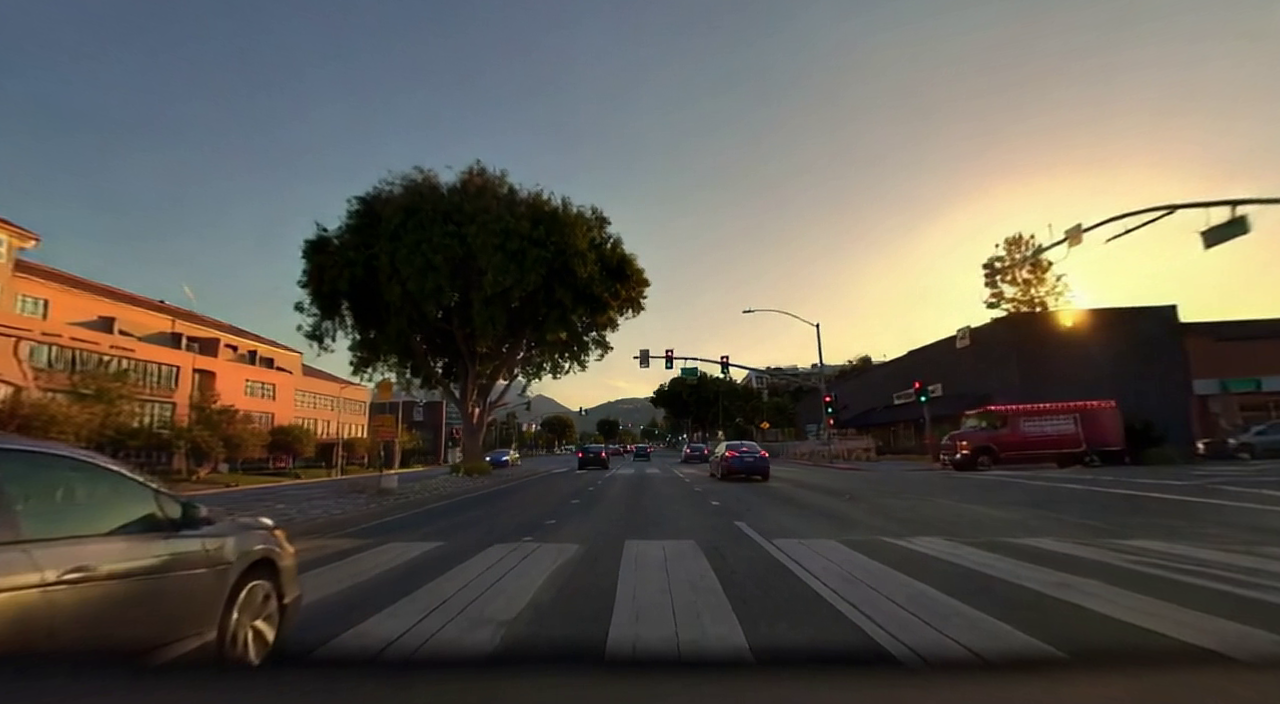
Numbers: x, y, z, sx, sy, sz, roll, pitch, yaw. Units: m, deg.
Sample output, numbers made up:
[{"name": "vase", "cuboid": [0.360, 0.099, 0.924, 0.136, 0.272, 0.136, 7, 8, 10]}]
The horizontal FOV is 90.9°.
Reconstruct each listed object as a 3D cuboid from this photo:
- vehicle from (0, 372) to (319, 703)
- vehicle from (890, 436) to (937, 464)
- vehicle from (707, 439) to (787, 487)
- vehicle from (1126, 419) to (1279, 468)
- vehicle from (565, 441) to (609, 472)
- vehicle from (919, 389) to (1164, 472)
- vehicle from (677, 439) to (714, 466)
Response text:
[{"name": "vehicle", "cuboid": [-3.153, 0.785, 1.703, 2.024, 1.529, 4.741, 0, -8, 1]}, {"name": "vehicle", "cuboid": [14.379, 5.134, 32.987, 1.920, 1.346, 4.247, -5, -9, 27]}, {"name": "vehicle", "cuboid": [3.556, 3.768, 21.742, 1.972, 1.452, 4.189, 0, -8, -1]}, {"name": "vehicle", "cuboid": [23.831, 3.775, 26.180, 5.428, 1.629, 2.013, -4, -8, 1]}, {"name": "vehicle", "cuboid": [-2.796, 5.650, 34.306, 2.003, 1.509, 4.396, 0, -8, 0]}, {"name": "vehicle", "cuboid": [16.752, 3.388, 26.936, 8.201, 3.281, 2.759, -2, -8, 7]}, {"name": "vehicle", "cuboid": [3.646, 6.638, 41.821, 2.050, 1.683, 3.990, 0, -8, -1]}]
